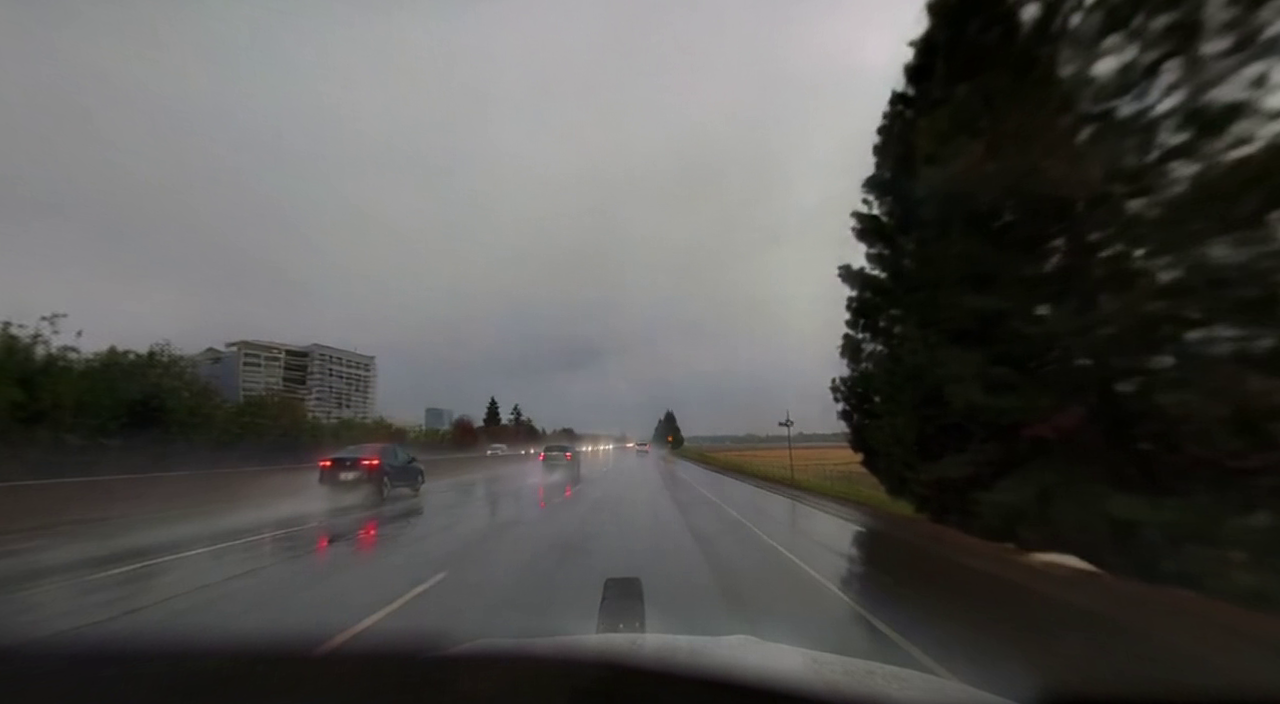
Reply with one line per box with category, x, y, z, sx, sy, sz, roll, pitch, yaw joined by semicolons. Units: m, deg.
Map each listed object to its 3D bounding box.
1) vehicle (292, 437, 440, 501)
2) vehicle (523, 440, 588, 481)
vehicle;-7.418;3.200;17.693;2.034;1.523;4.627;0;-9;1
vehicle;-3.576;4.681;27.501;2.083;1.588;4.801;0;-9;1
